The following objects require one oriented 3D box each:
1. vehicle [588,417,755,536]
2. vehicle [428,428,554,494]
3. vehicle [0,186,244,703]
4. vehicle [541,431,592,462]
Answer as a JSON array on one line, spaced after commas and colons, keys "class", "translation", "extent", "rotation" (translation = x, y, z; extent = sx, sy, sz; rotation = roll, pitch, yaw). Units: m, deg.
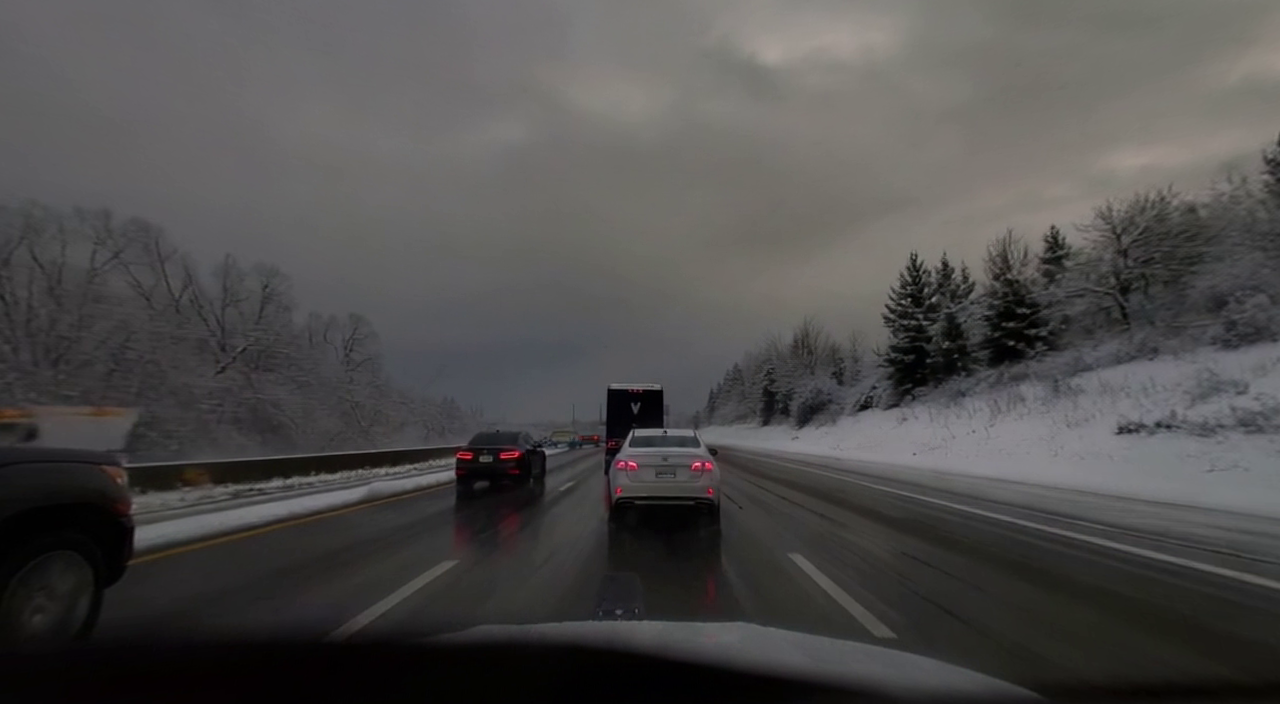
[{"class": "vehicle", "translation": [0.430, 1.856, 10.051], "extent": [2.089, 1.485, 4.153], "rotation": [0, -8, 1]}, {"class": "vehicle", "translation": [-3.605, 2.713, 16.136], "extent": [2.087, 1.457, 4.313], "rotation": [0, -8, 2]}, {"class": "vehicle", "translation": [-4.022, 0.316, 1.408], "extent": [2.386, 2.435, 5.831], "rotation": [0, -8, 1]}, {"class": "vehicle", "translation": [-3.621, 4.735, 31.656], "extent": [1.980, 1.491, 3.655], "rotation": [0, -8, 2]}]
